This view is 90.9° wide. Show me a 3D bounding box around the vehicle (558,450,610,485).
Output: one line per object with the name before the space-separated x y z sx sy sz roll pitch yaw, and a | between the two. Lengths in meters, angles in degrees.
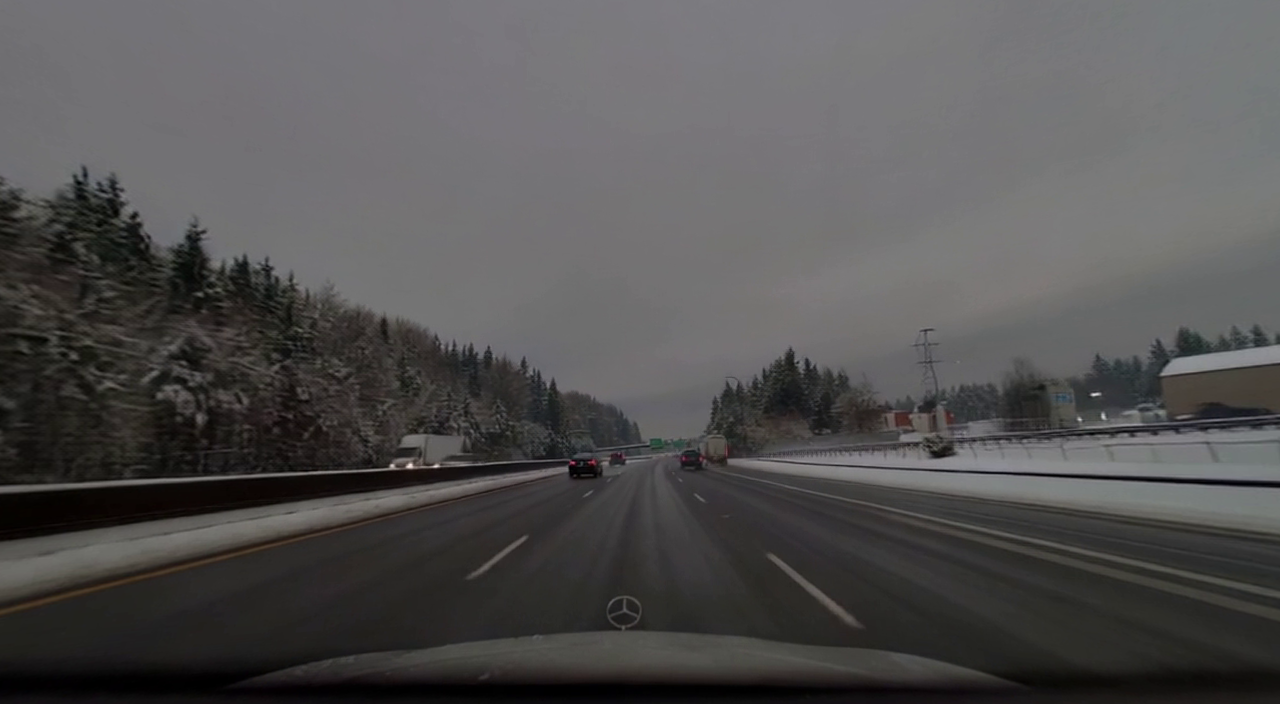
vehicle | -2.595 5.514 30.288 2.035 1.513 4.272 0 -9 1

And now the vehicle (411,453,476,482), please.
vehicle | -10.432 6.152 33.824 1.900 1.467 4.480 0 -9 2
